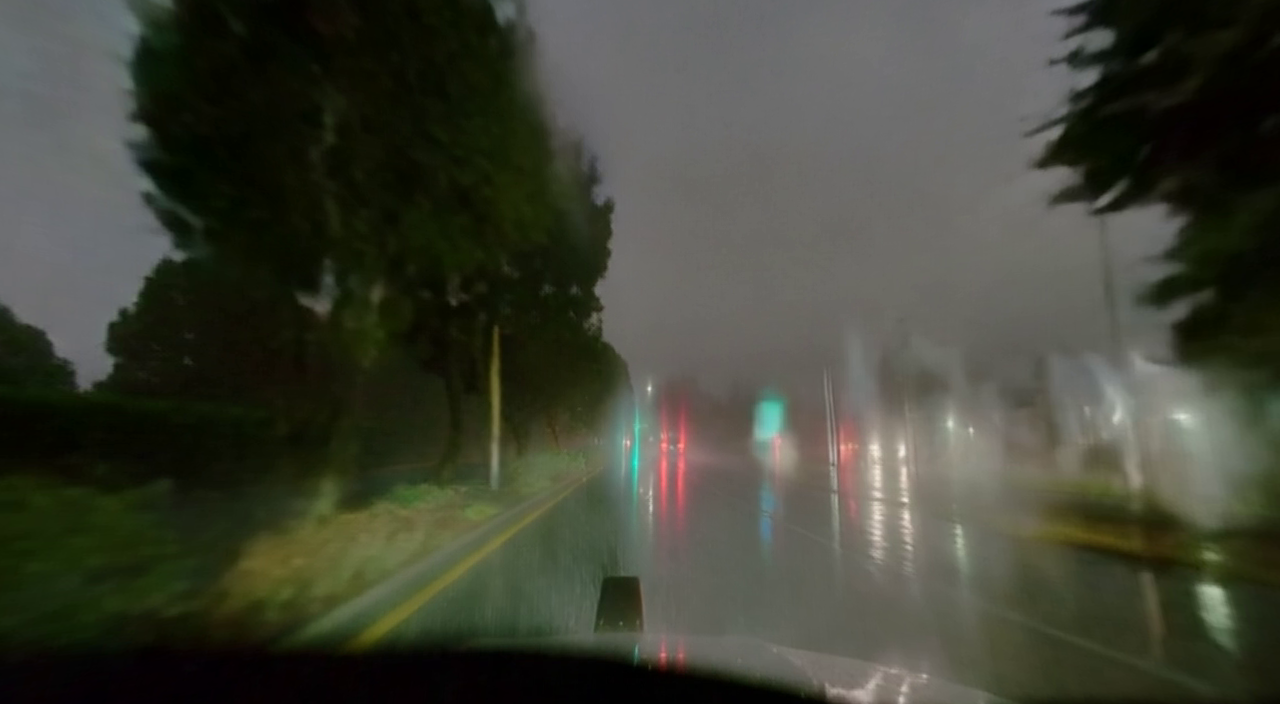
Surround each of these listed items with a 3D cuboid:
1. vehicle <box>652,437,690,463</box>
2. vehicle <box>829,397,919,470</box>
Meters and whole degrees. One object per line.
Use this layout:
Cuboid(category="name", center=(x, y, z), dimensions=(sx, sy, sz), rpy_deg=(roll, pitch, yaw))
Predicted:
Cuboid(category="vehicle", center=(2.179, 7.067, 45.633), dimensions=(2.183, 1.744, 4.424), rpy_deg=(1, -9, -4))
Cuboid(category="vehicle", center=(10.934, 3.933, 30.065), dimensions=(3.250, 3.147, 4.411), rpy_deg=(-2, -9, 12))
